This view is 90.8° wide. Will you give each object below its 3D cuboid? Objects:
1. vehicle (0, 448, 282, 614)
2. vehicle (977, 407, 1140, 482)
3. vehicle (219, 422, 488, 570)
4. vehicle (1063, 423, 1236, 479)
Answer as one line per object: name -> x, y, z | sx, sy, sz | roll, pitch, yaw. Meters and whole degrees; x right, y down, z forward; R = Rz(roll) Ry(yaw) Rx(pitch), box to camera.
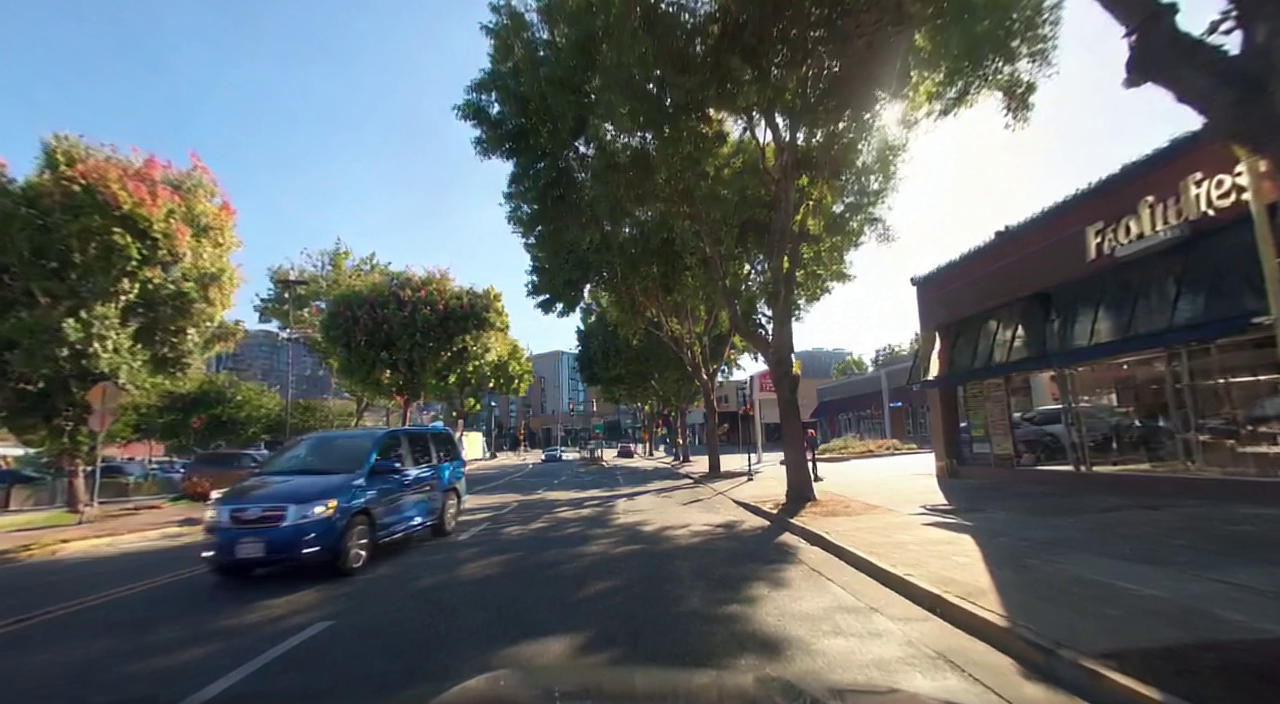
vehicle -> -7.242, 2.113, 8.549 | 2.150, 1.598, 4.587 | 0, -8, -1
vehicle -> 12.690, 2.878, 19.609 | 2.112, 2.050, 4.327 | 0, -8, 2
vehicle -> -3.886, 2.009, 9.633 | 2.136, 1.704, 4.349 | 0, -8, -2
vehicle -> 15.300, 3.012, 19.320 | 1.989, 1.530, 4.014 | 0, -8, 2
